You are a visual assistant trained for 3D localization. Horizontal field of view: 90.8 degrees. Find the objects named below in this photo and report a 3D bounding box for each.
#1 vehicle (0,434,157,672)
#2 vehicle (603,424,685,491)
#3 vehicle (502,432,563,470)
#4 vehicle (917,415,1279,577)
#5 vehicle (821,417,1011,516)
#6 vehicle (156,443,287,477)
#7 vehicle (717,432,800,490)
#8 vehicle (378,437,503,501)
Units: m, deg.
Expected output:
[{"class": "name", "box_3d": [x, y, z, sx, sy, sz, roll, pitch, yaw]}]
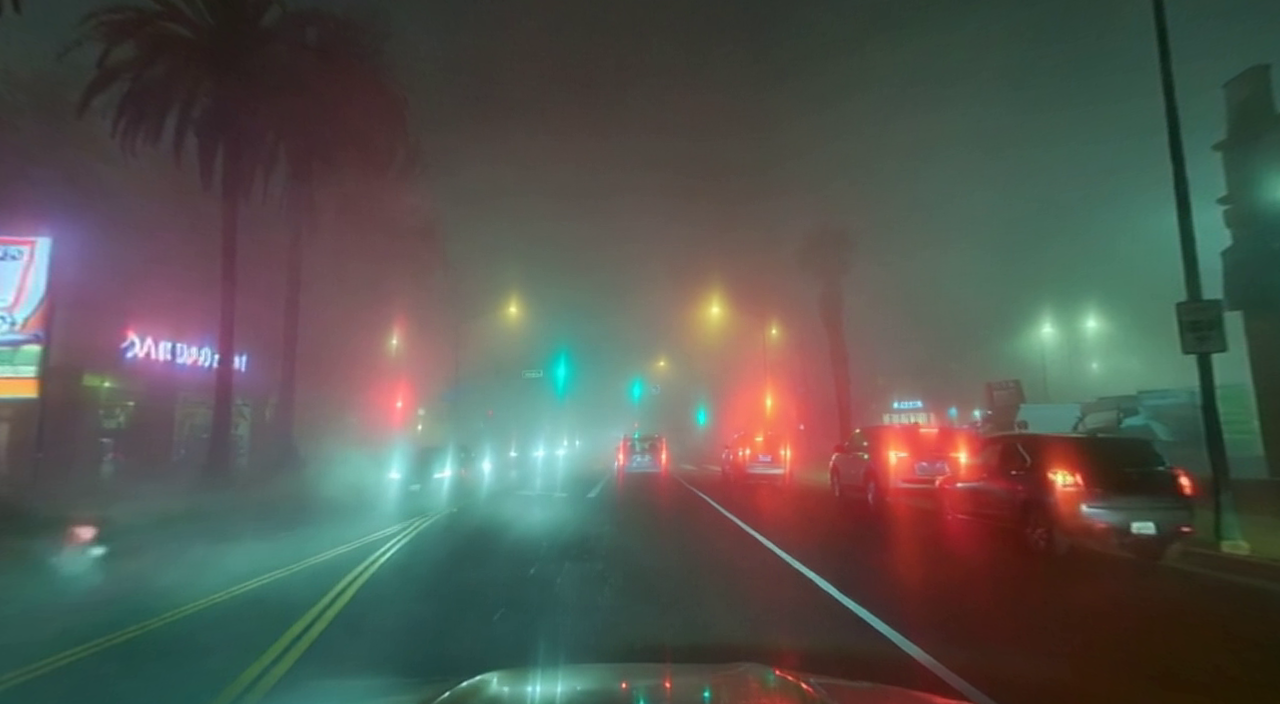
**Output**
[{"class": "vehicle", "box_3d": [-4.784, 1.046, 2.658, 1.946, 1.412, 4.657, 0, -8, -2]}, {"class": "vehicle", "box_3d": [0.062, 3.247, 19.717, 2.264, 1.798, 4.531, 0, -8, -1]}, {"class": "vehicle", "box_3d": [-5.460, 5.108, 32.758, 2.341, 1.762, 4.865, 0, -8, 0]}, {"class": "vehicle", "box_3d": [6.137, 1.905, 9.231, 2.008, 1.729, 4.647, 0, -8, -1]}, {"class": "vehicle", "box_3d": [6.104, 2.606, 14.896, 1.981, 1.893, 5.238, 0, -8, -1]}, {"class": "vehicle", "box_3d": [-19.648, 5.059, 29.873, 1.759, 1.457, 4.727, -7, -11, 36]}, {"class": "vehicle", "box_3d": [3.838, 3.615, 21.271, 2.070, 1.711, 4.480, -1, -8, 2]}, {"class": "vehicle", "box_3d": [-5.249, 3.118, 17.328, 2.092, 1.504, 4.374, 0, -8, -1]}]
